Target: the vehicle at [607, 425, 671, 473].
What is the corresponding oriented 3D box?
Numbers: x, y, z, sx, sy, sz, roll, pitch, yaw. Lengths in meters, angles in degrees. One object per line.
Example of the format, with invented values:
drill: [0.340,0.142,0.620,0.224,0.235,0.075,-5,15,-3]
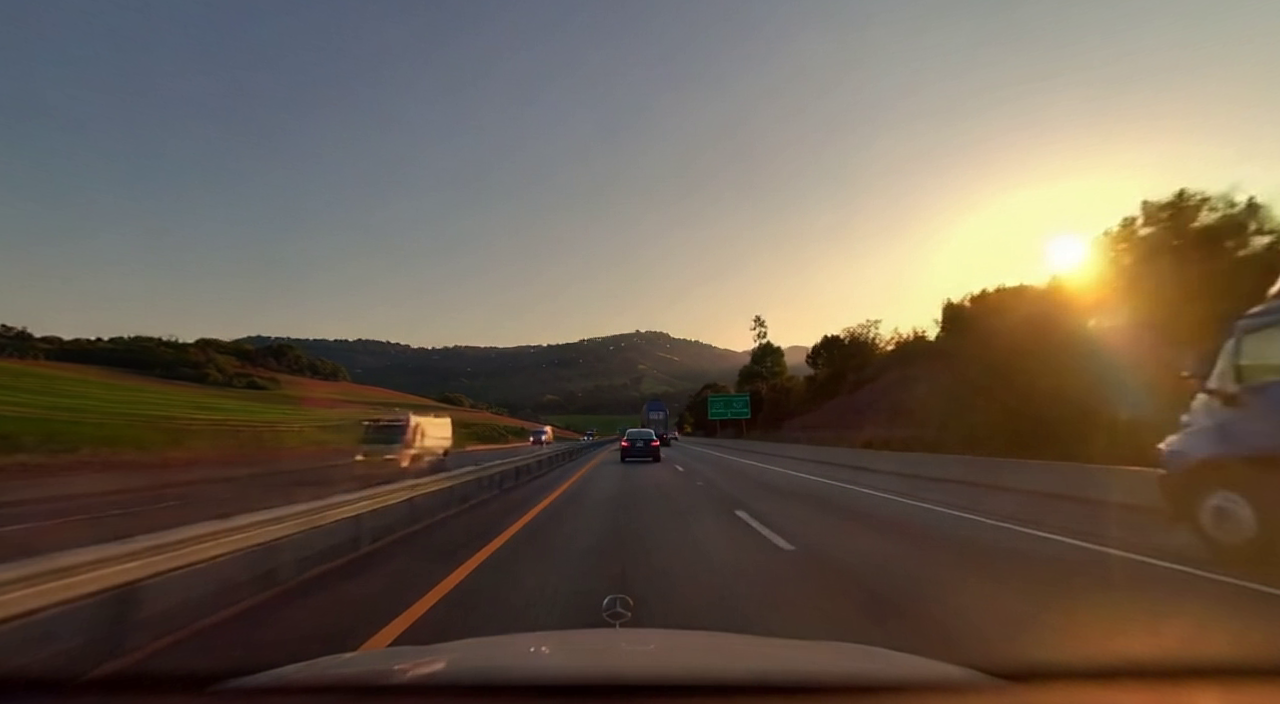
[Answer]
vehicle: [-0.073,3.613,23.632,2.216,1.623,4.220,0,-8,-1]
